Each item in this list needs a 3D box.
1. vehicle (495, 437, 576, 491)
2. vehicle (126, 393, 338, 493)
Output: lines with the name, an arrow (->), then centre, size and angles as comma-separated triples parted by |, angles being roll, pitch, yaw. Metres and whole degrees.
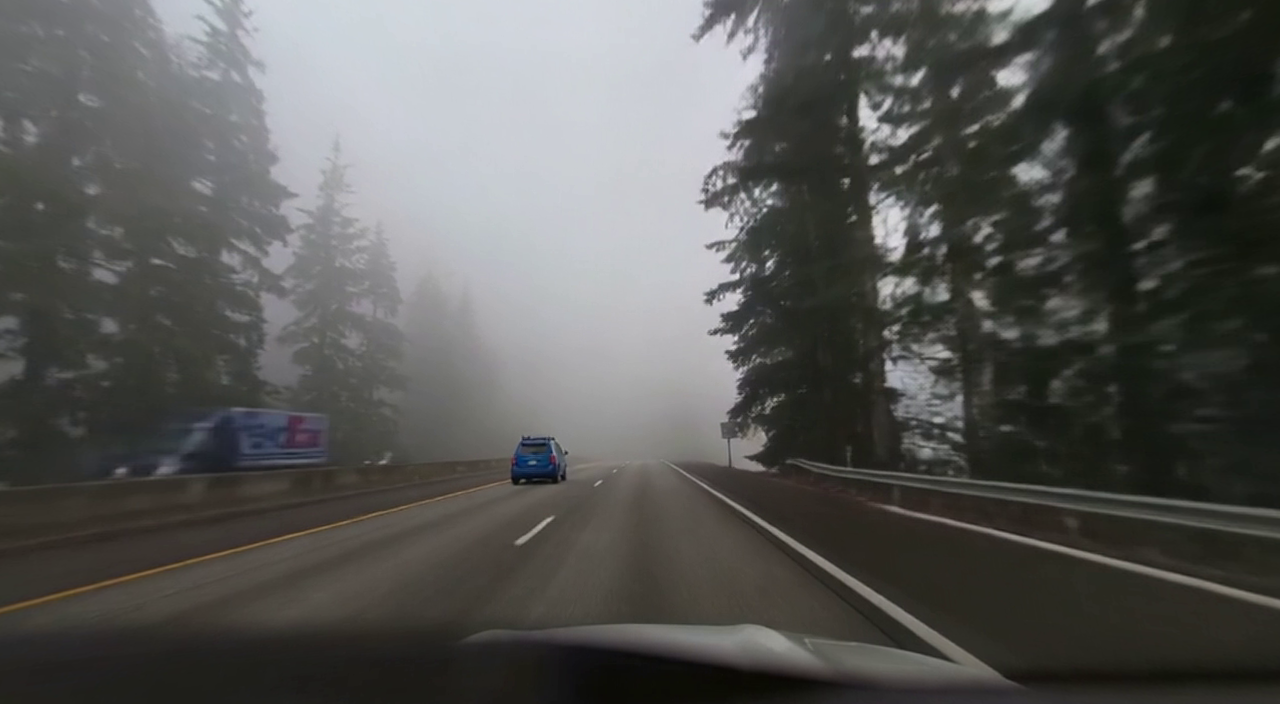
vehicle -> -3.672, 4.012, 22.932 | 2.084, 1.752, 4.479 | 0, -9, 2
vehicle -> -17.718, 4.152, 28.496 | 3.218, 3.782, 9.130 | 0, -9, 1
